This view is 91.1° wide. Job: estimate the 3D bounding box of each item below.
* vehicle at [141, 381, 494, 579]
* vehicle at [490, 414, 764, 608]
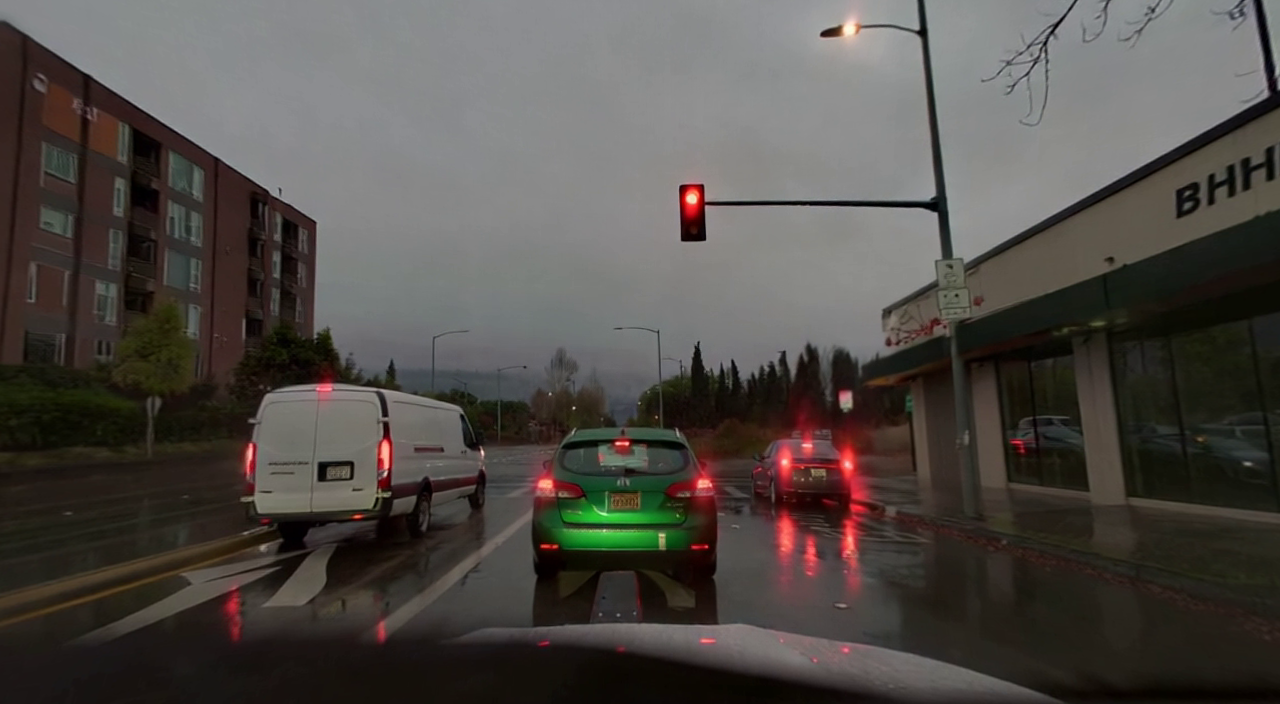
[{"bbox_3d":[-3.577,1.513,8.424,2.076,1.820,5.100,0,-8,-1],"label":"vehicle"},{"bbox_3d":[-0.106,1.464,6.783,2.064,1.452,3.942,0,-8,0],"label":"vehicle"}]
